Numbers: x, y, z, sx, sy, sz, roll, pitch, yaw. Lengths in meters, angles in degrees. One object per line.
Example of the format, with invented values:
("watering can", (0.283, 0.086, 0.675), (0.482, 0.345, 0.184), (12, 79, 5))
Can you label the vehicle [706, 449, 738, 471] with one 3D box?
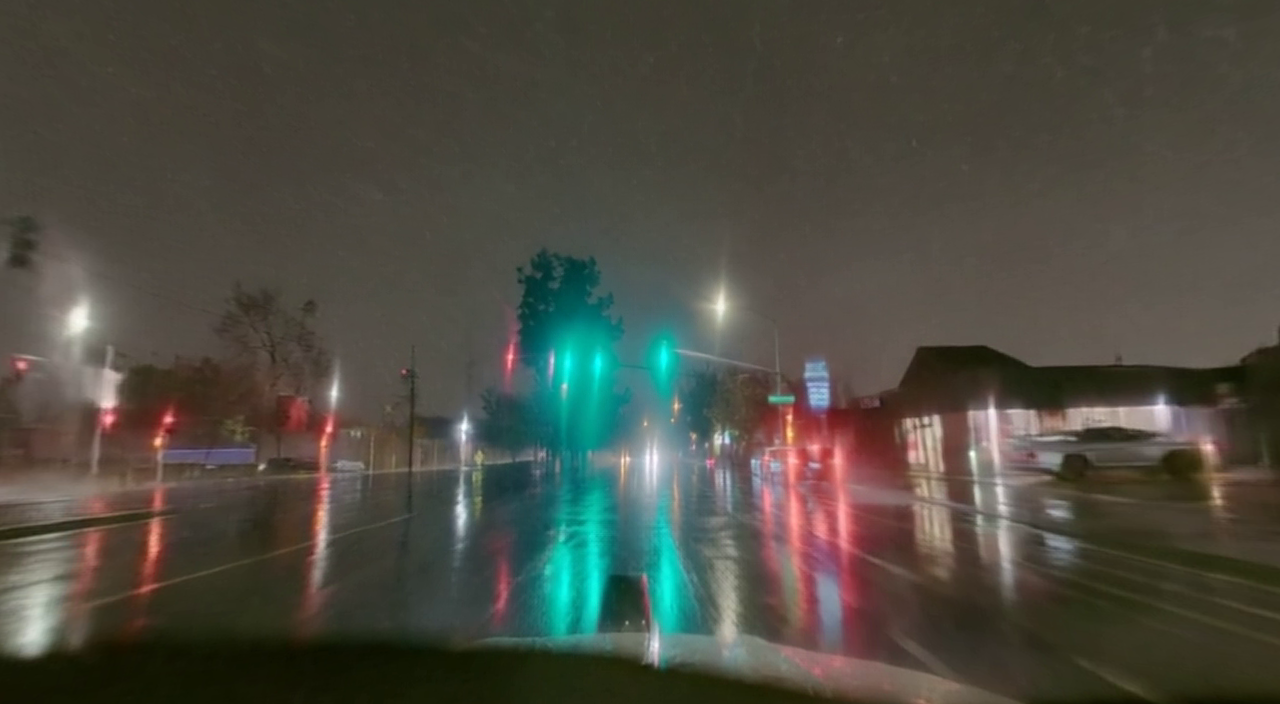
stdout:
("vehicle", (6.368, 8.420, 49.299), (1.955, 1.679, 3.890), (0, -9, 0))

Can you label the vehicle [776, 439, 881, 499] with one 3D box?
("vehicle", (5.922, 3.734, 20.584), (1.845, 1.664, 5.285), (0, -9, 0))

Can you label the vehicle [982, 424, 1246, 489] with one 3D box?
("vehicle", (12.224, 2.741, 16.578), (5.237, 1.552, 1.954), (-1, -9, 2))
